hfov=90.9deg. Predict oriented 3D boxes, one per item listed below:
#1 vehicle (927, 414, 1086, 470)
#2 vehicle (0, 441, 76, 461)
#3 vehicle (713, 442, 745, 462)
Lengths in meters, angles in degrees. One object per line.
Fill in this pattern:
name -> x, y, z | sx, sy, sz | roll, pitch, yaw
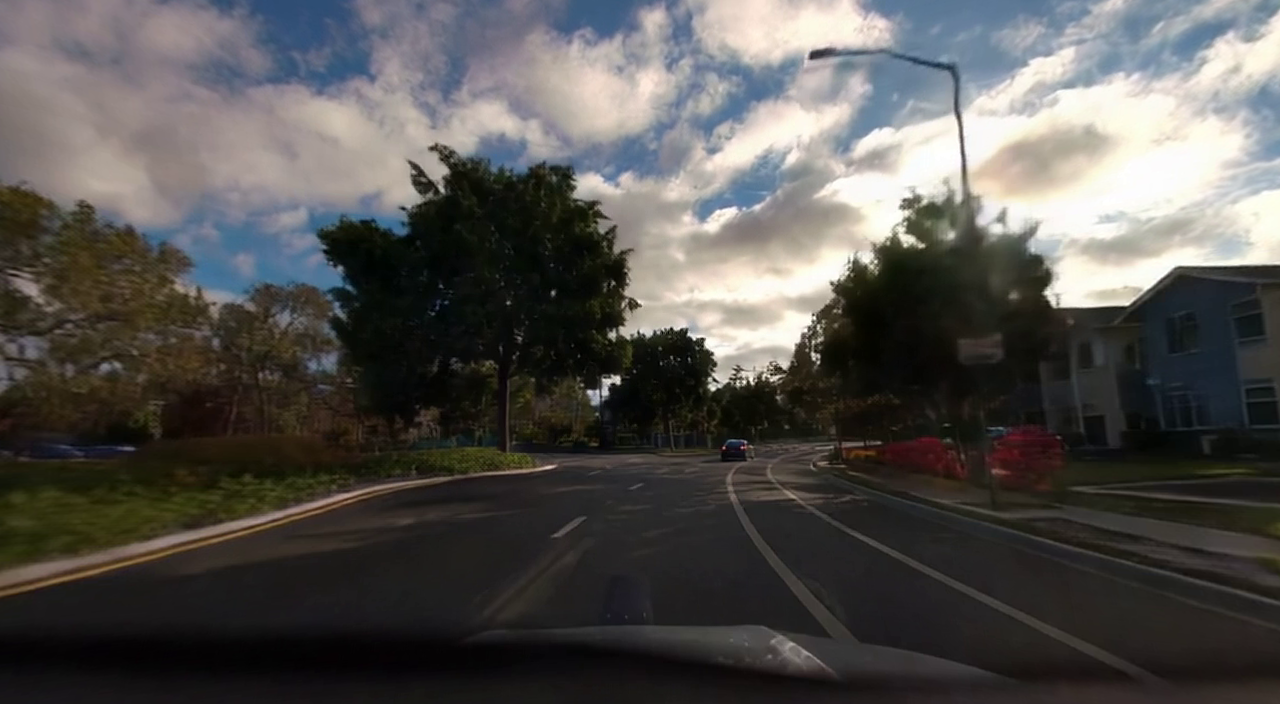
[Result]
vehicle -> 13.983, 3.484, 24.389 | 4.672, 2.044, 2.248 | -1, -9, 9
vehicle -> -47.233, 7.672, 49.019 | 4.753, 1.513, 2.102 | -1, -8, 4
vehicle -> 6.818, 7.579, 47.987 | 2.050, 1.456, 4.003 | -2, -9, 12
